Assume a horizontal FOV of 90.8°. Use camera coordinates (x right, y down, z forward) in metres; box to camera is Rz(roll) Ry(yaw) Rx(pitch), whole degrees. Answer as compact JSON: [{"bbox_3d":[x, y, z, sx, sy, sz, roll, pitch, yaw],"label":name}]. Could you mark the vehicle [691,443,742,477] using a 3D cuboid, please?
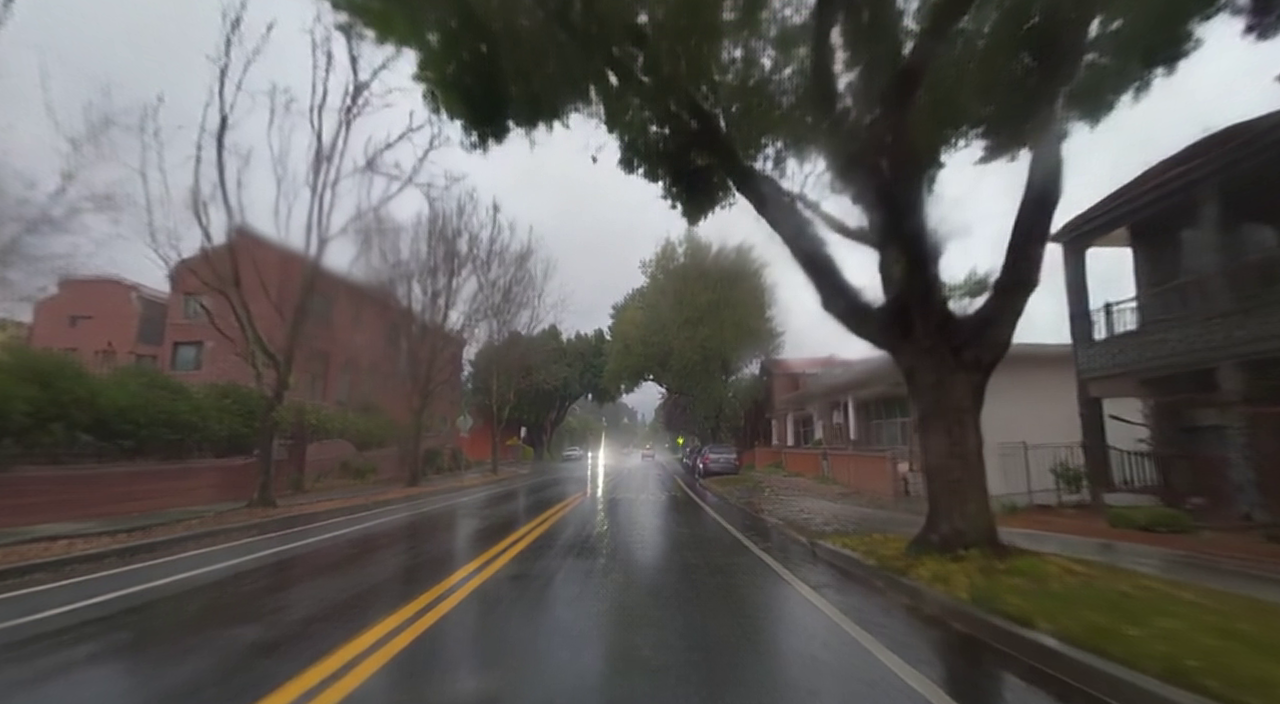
[{"bbox_3d":[4.185,5.984,35.273,1.937,1.752,4.574,1,-9,-5],"label":"vehicle"}]
